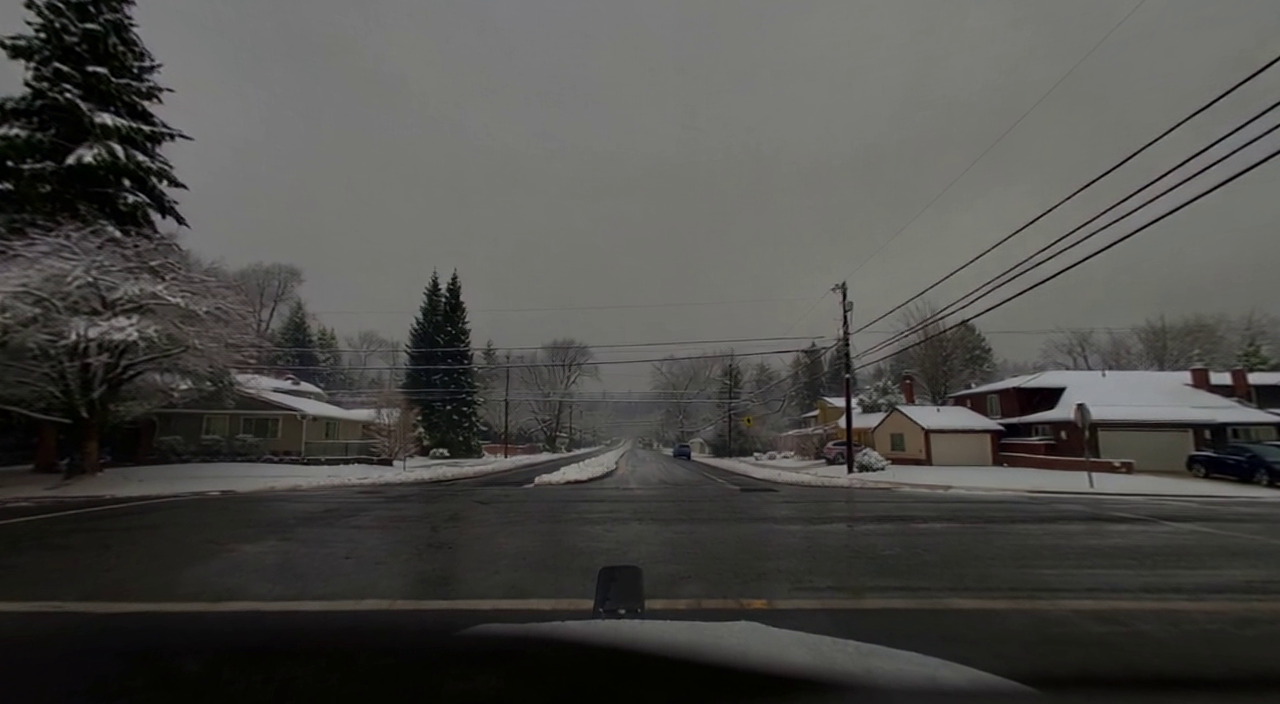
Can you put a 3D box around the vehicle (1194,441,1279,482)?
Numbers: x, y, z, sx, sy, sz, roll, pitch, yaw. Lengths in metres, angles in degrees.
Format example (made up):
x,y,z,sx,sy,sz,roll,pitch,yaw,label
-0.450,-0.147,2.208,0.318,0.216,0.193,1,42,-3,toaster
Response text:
x,y,z,sx,sy,sz,roll,pitch,yaw,label
26.693,4.551,26.468,2.152,1.606,5.402,0,-9,1,vehicle
